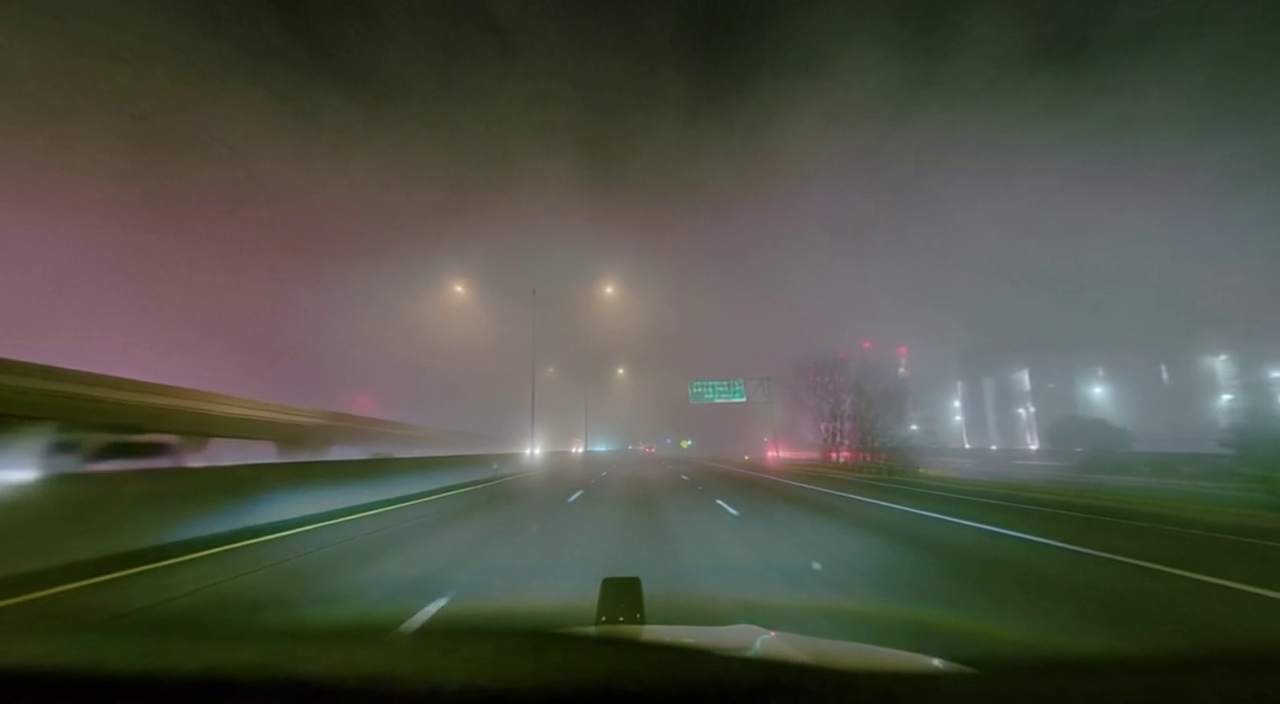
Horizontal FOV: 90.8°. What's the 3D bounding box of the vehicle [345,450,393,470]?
[{"bbox_3d":[-21.311,8.505,49.843,1.986,1.520,4.053,0,-9,0],"label":"vehicle"}]
